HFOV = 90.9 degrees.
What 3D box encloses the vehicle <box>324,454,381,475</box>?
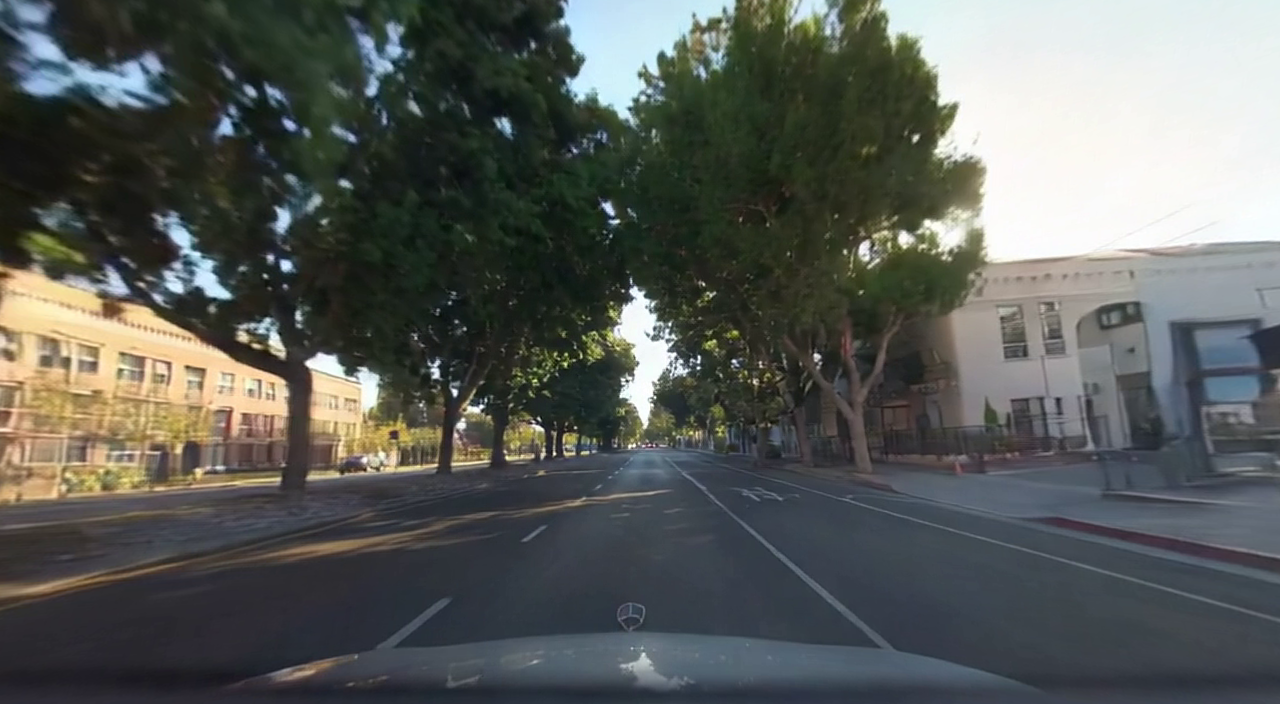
[{"bbox_3d":[-22.099,8.646,48.653,2.135,1.467,4.653,-1,-8,2],"label":"vehicle"}]
